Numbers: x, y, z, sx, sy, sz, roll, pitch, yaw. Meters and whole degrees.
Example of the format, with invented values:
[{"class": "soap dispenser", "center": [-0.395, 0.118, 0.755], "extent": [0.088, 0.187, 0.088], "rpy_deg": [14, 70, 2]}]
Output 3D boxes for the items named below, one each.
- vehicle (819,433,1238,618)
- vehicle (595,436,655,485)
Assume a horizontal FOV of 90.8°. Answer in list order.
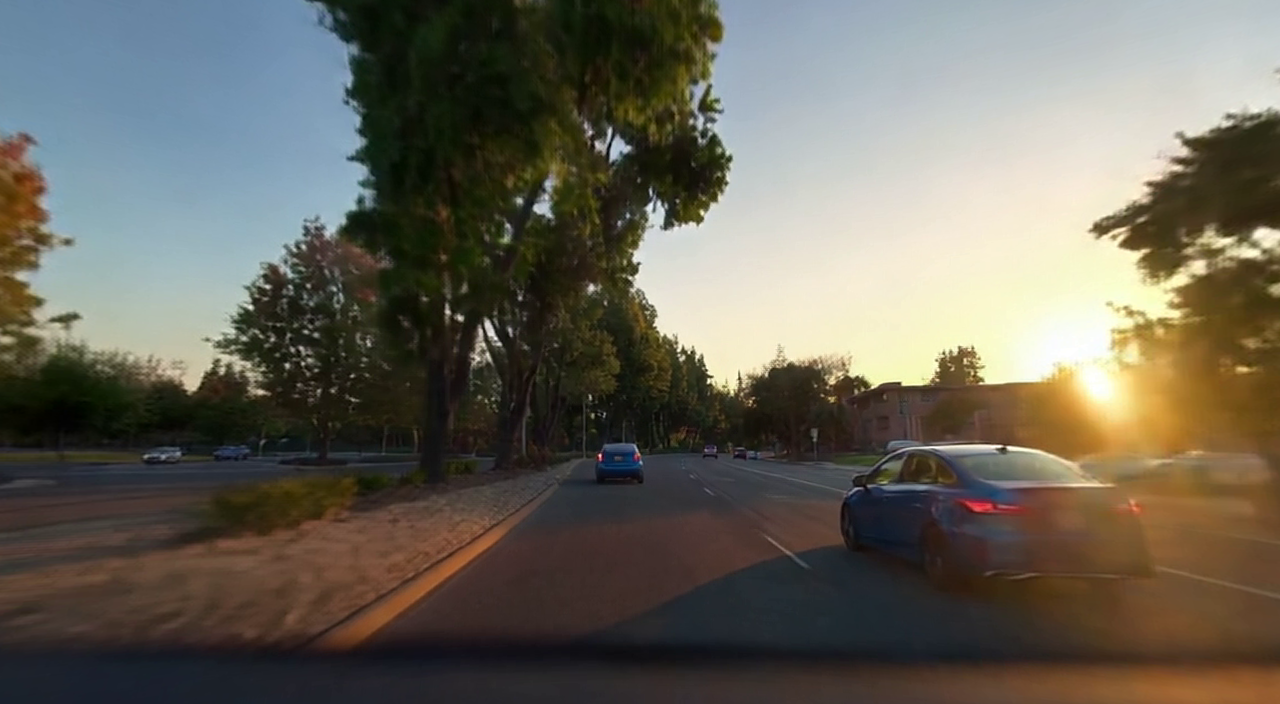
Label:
[{"class": "vehicle", "center": [3.666, 1.683, 7.173], "extent": [1.918, 1.418, 4.360], "rpy_deg": [0, -8, -1]}, {"class": "vehicle", "center": [-0.625, 4.132, 24.353], "extent": [2.085, 1.693, 4.301], "rpy_deg": [0, -8, -3]}]
